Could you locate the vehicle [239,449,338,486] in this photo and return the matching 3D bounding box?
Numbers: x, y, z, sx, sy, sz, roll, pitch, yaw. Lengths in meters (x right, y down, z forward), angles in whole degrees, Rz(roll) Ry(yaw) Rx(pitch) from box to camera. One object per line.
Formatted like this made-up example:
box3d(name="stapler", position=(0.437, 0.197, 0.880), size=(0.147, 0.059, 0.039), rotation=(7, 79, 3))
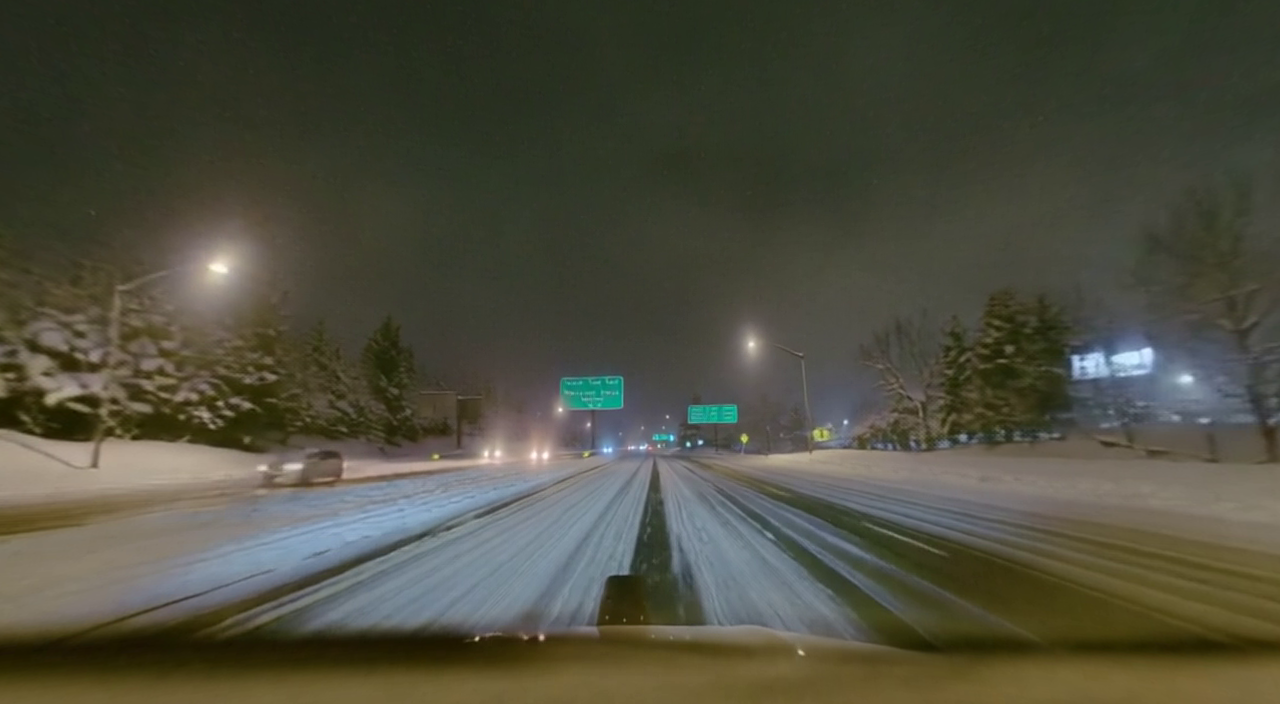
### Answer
box3d(name="vehicle", position=(-16.258, 5.326, 29.482), size=(1.830, 1.527, 4.504), rotation=(-1, -8, 4))
